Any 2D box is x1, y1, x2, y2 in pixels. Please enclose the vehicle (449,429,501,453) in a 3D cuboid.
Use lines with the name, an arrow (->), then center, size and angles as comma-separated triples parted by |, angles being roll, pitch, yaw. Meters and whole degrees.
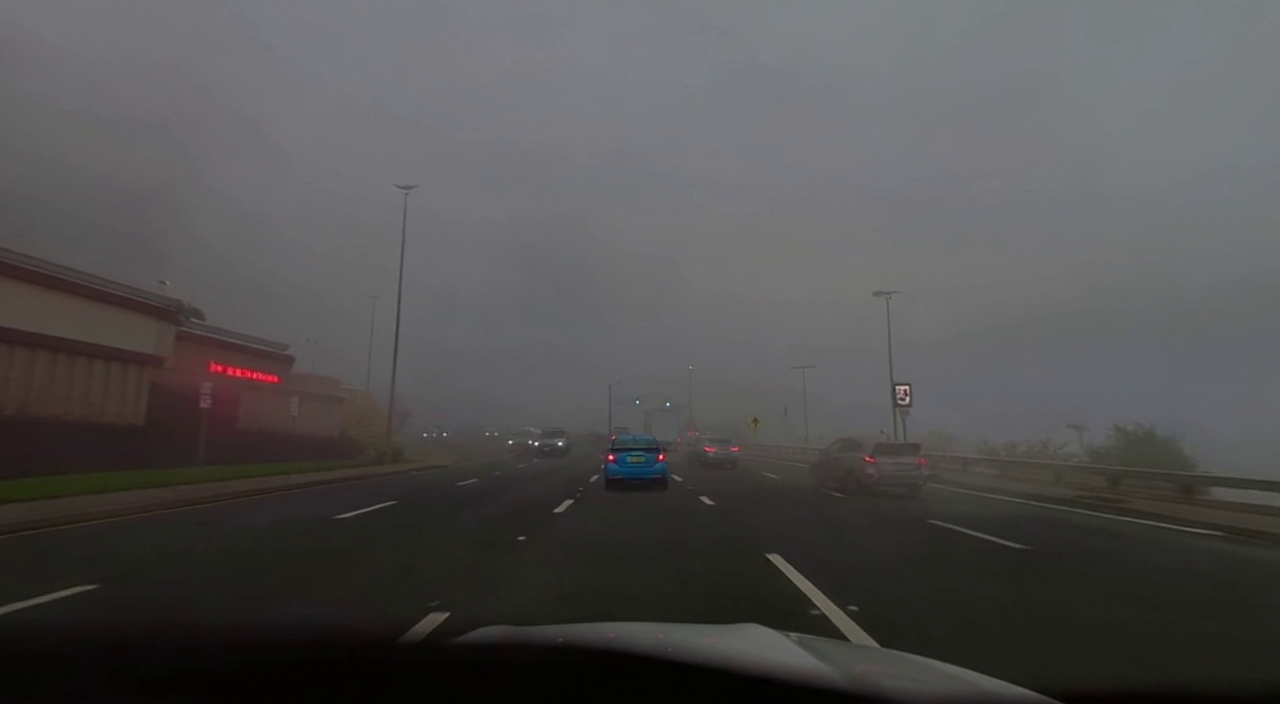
vehicle -> -12.858, 6.864, 48.869 | 2.150, 1.758, 5.255 | 5, -9, -34

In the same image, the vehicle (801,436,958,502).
vehicle -> 5.852, 2.885, 16.183 | 2.081, 1.434, 4.833 | 0, -8, -1

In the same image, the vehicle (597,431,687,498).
vehicle -> 0.027, 2.735, 15.808 | 1.991, 1.472, 3.518 | 0, -8, -1

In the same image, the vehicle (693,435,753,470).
vehicle -> 3.641, 4.474, 28.321 | 1.889, 1.480, 3.876 | 1, -8, -4
